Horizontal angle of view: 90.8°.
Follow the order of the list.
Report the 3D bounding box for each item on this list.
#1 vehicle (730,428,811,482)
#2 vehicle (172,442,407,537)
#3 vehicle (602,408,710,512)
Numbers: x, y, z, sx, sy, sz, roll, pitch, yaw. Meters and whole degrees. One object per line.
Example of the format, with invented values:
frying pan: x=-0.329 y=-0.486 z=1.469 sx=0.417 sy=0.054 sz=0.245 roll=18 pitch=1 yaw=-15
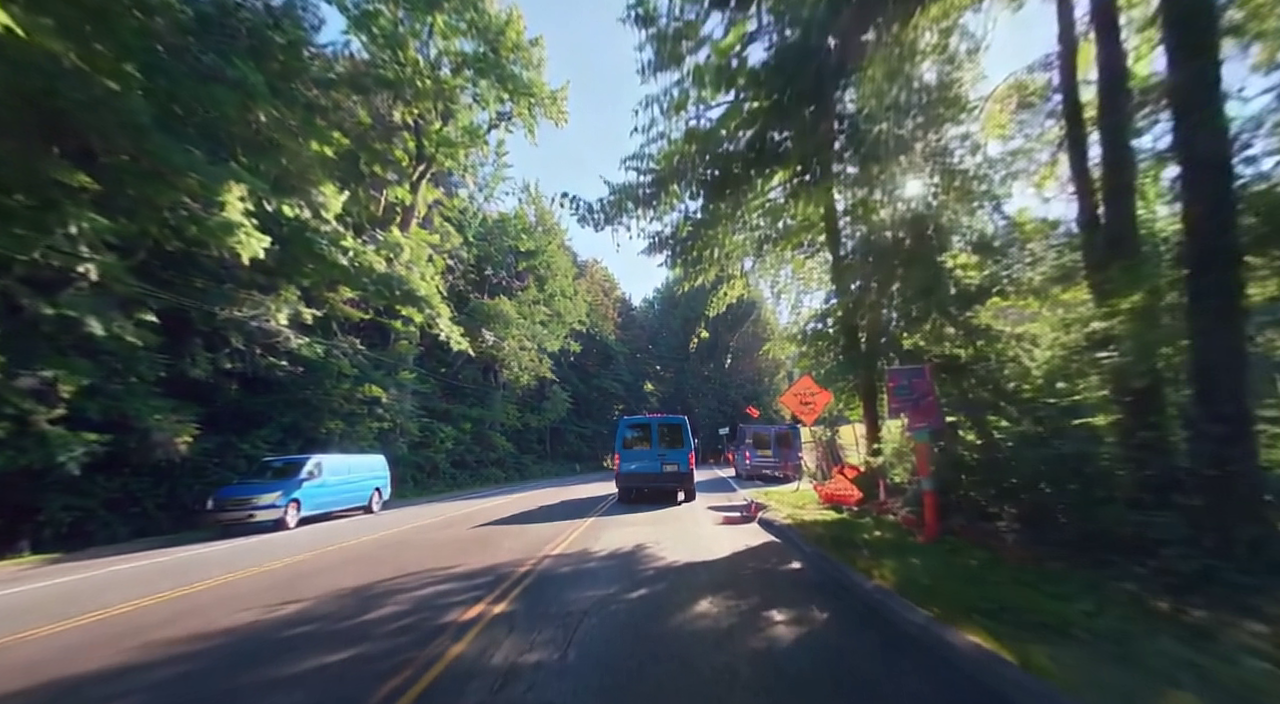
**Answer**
vehicle: x=5.484 y=4.492 z=27.836 sx=2.833 sy=2.033 sz=7.668 roll=-1 pitch=-9 yaw=7
vehicle: x=-7.950 y=3.137 z=15.316 sx=2.055 sy=1.809 sz=5.906 roll=-1 pitch=-9 yaw=3
vehicle: x=0.527 y=2.732 z=16.340 sx=2.362 sy=2.247 sz=4.892 roll=-1 pitch=-9 yaw=5
